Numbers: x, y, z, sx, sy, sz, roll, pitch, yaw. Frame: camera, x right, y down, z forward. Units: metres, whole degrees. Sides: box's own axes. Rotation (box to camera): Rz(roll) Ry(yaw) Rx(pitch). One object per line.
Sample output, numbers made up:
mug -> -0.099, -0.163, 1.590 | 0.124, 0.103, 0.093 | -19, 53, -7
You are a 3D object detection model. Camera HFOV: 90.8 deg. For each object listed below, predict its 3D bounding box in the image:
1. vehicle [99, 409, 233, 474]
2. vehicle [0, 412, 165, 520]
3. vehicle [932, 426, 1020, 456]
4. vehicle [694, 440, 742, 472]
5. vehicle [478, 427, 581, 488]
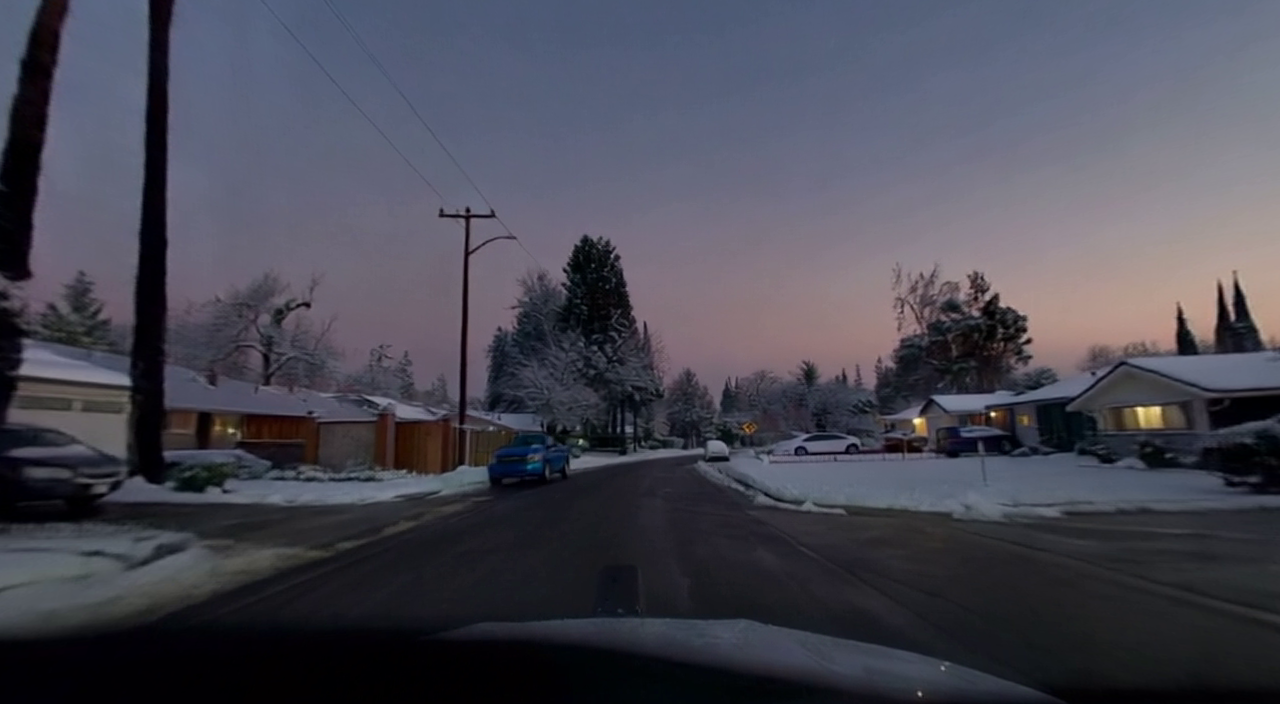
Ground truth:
vehicle -> -20.959, 3.950, 28.106 | 4.119, 2.697, 2.226 | -1, -7, 2
vehicle -> -13.318, 2.280, 12.800 | 5.497, 1.983, 2.191 | 0, -9, -1
vehicle -> 18.333, 4.850, 34.658 | 3.903, 1.592, 1.921 | -2, -7, 15
vehicle -> 4.335, 5.857, 35.855 | 2.051, 1.676, 4.497 | 0, -9, -1
vehicle -> -4.013, 4.063, 24.559 | 2.274, 2.008, 6.986 | -1, -9, 4
